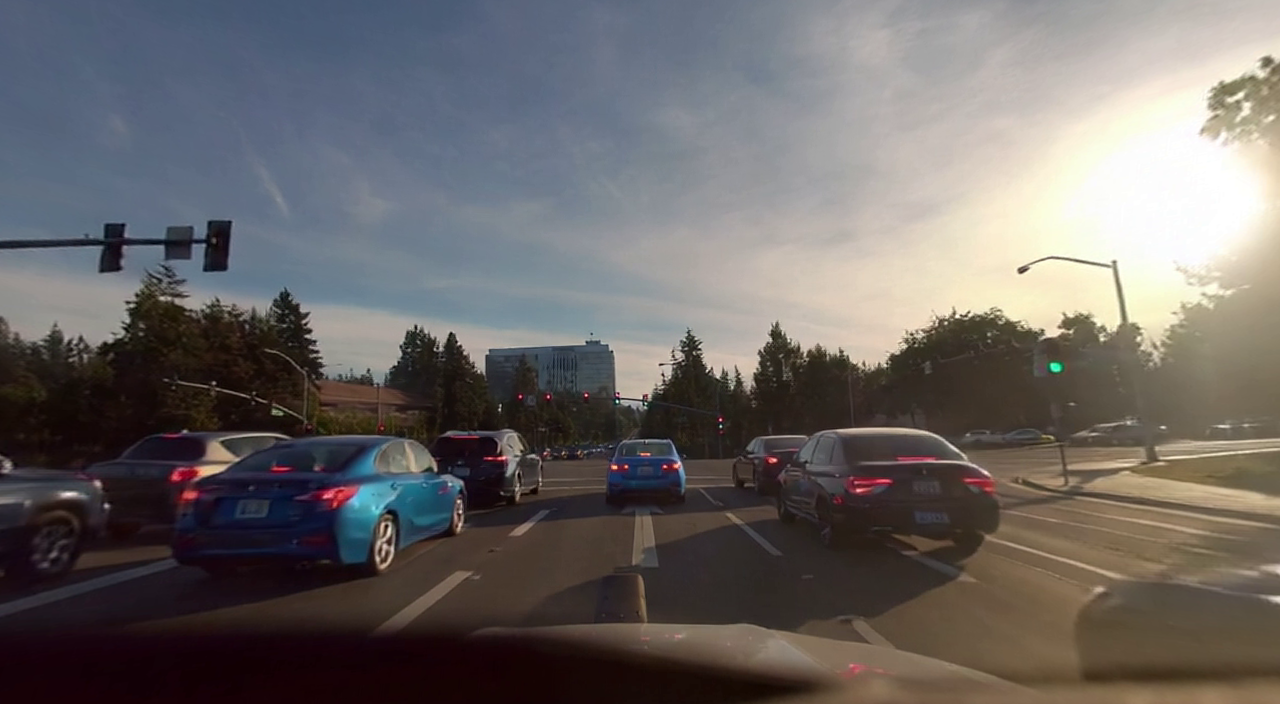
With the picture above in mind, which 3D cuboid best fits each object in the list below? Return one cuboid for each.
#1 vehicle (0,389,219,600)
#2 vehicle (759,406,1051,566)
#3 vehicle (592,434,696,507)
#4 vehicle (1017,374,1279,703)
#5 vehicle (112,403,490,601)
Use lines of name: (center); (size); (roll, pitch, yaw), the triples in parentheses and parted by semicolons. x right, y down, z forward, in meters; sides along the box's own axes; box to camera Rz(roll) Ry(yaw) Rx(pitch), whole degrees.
vehicle: (-6.618, 1.303, 5.912); (2.116, 1.812, 4.609); (0, -9, 0)
vehicle: (3.247, 1.761, 8.972); (2.178, 1.691, 4.314); (0, -9, -1)
vehicle: (0.033, 2.740, 15.040); (2.114, 1.482, 4.056); (0, -9, -1)
vehicle: (2.781, 0.636, 0.646); (2.002, 1.474, 4.528); (0, -9, 0)
vehicle: (-3.389, 1.603, 7.613); (2.034, 1.655, 4.465); (0, -9, 0)
